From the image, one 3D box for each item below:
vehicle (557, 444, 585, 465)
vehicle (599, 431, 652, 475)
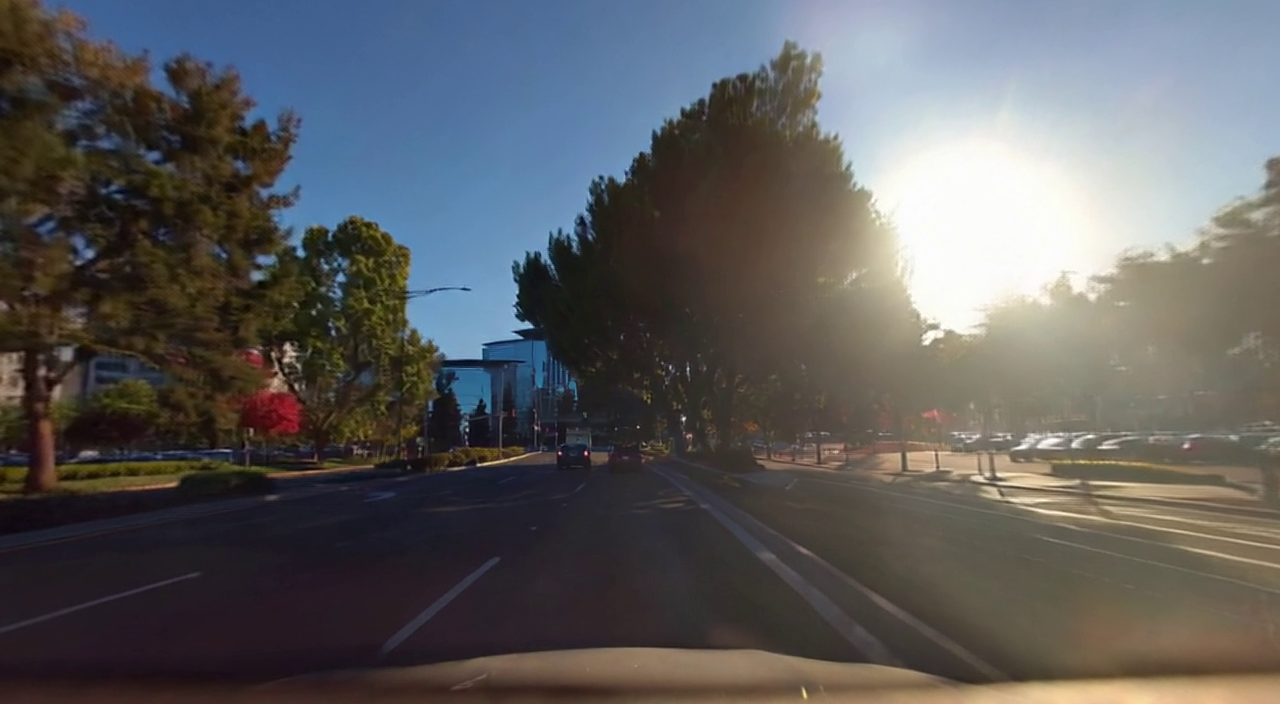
[{"bbox_3d":[-5.015,7.457,46.258,1.904,1.460,4.300,0,-9,-4],"label":"vehicle"},{"bbox_3d":[-0.732,4.724,29.631,2.260,1.872,4.578,0,-9,-3],"label":"vehicle"}]
